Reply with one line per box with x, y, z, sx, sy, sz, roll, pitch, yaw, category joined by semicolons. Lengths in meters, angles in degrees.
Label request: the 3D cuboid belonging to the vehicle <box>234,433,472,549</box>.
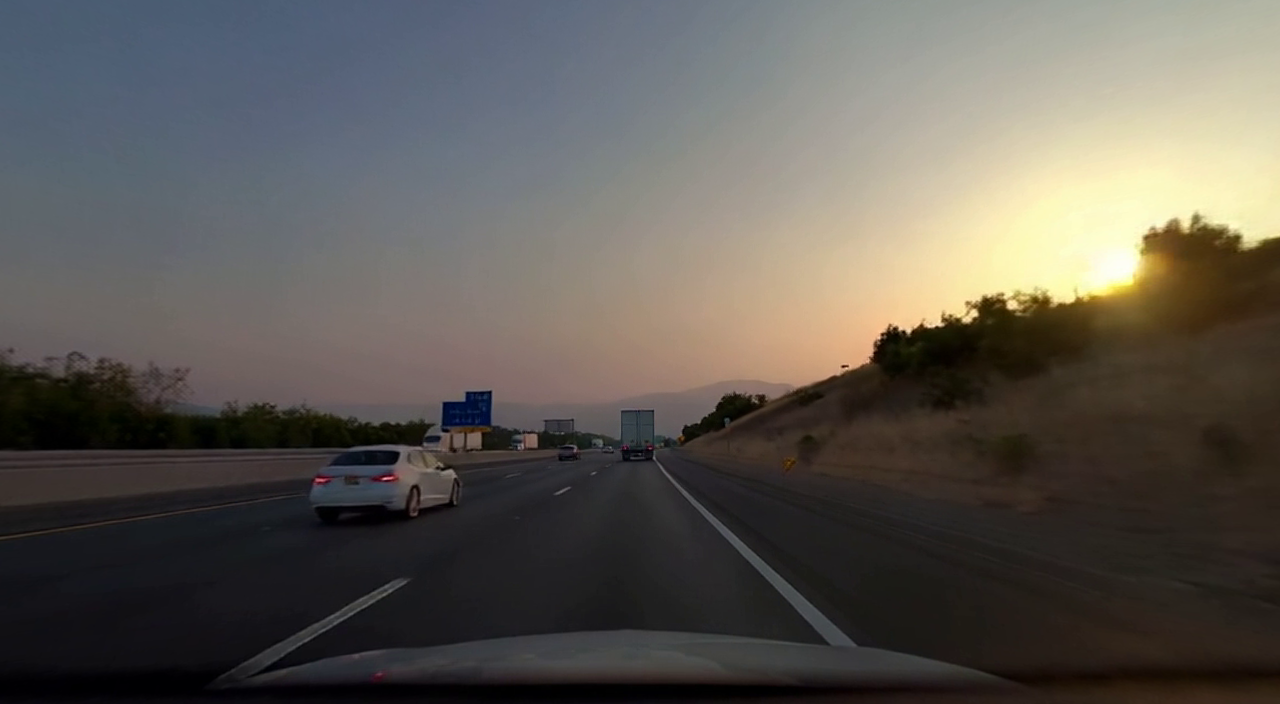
-4.336;2.156;10.363;2.024;1.515;3.907;0;-9;0;vehicle
